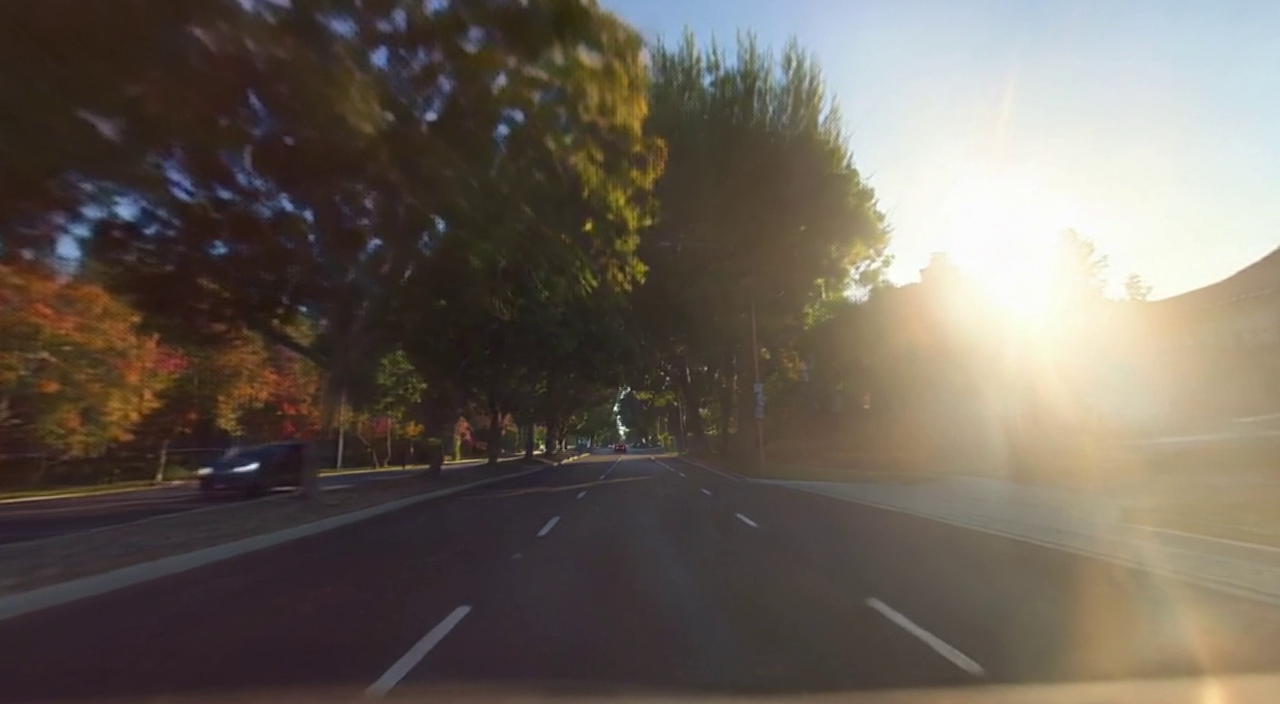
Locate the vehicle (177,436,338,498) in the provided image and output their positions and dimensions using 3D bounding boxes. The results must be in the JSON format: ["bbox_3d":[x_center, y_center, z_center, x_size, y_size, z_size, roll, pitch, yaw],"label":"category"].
[{"bbox_3d":[-11.491,3.451,19.463,2.070,1.669,4.576,0,-8,0],"label":"vehicle"}]
